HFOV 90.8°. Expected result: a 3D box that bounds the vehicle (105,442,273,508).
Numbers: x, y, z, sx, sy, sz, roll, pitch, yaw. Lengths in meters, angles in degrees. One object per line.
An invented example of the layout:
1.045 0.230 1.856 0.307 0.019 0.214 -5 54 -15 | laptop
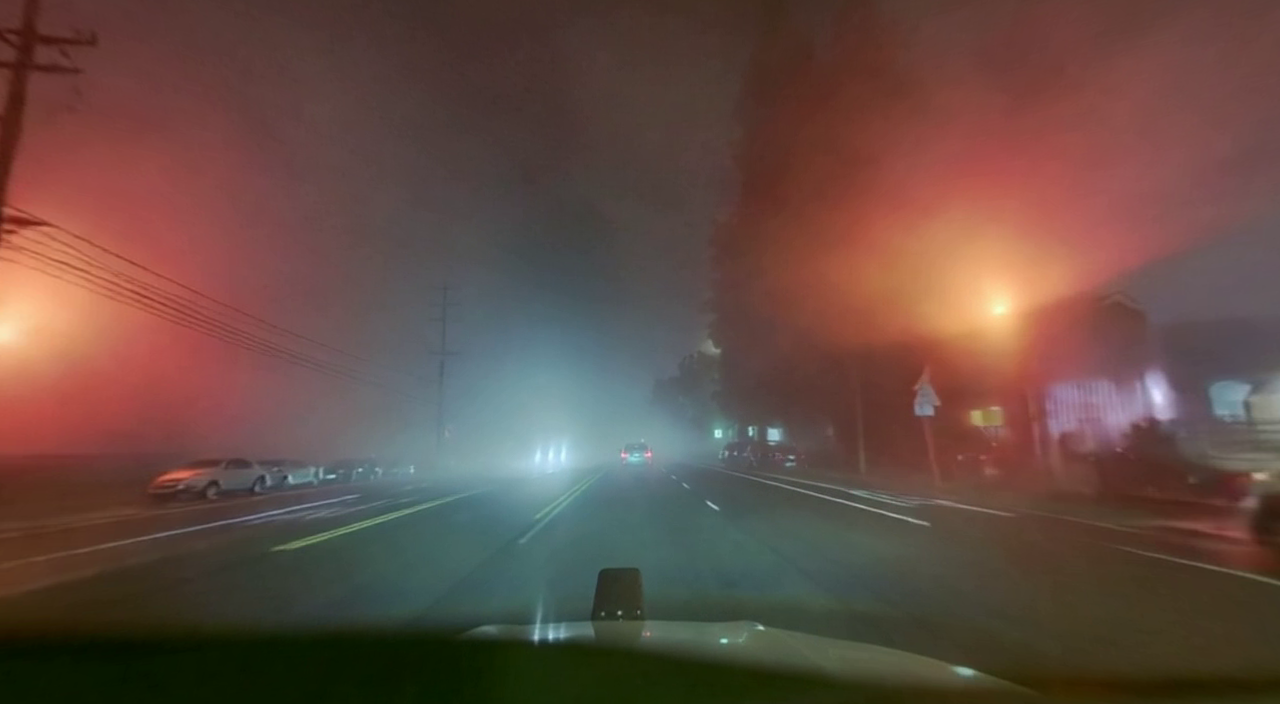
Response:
-14.267 3.846 20.437 1.981 1.761 4.652 -2 -7 1 | vehicle

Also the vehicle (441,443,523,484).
-6.184 4.403 25.291 1.992 1.476 4.682 0 -8 1 | vehicle

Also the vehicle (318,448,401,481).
-14.428 5.807 32.879 1.953 1.543 4.984 0 -8 1 | vehicle

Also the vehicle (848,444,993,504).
7.813 3.403 18.218 1.936 1.479 4.736 0 -8 -1 | vehicle

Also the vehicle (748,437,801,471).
7.829 5.991 37.279 2.026 1.851 4.360 0 -8 -2 | vehicle

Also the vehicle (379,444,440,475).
-14.323 6.665 39.627 2.041 1.789 5.070 0 -8 -2 | vehicle

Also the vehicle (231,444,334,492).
-14.385 4.642 25.694 1.855 1.765 4.115 0 -8 -2 | vehicle

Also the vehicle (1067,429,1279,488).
15.147 2.953 17.725 4.889 1.526 1.979 0 -8 -2 | vehicle

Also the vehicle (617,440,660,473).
-0.077 5.333 32.575 2.067 1.547 4.513 0 -8 0 | vehicle
